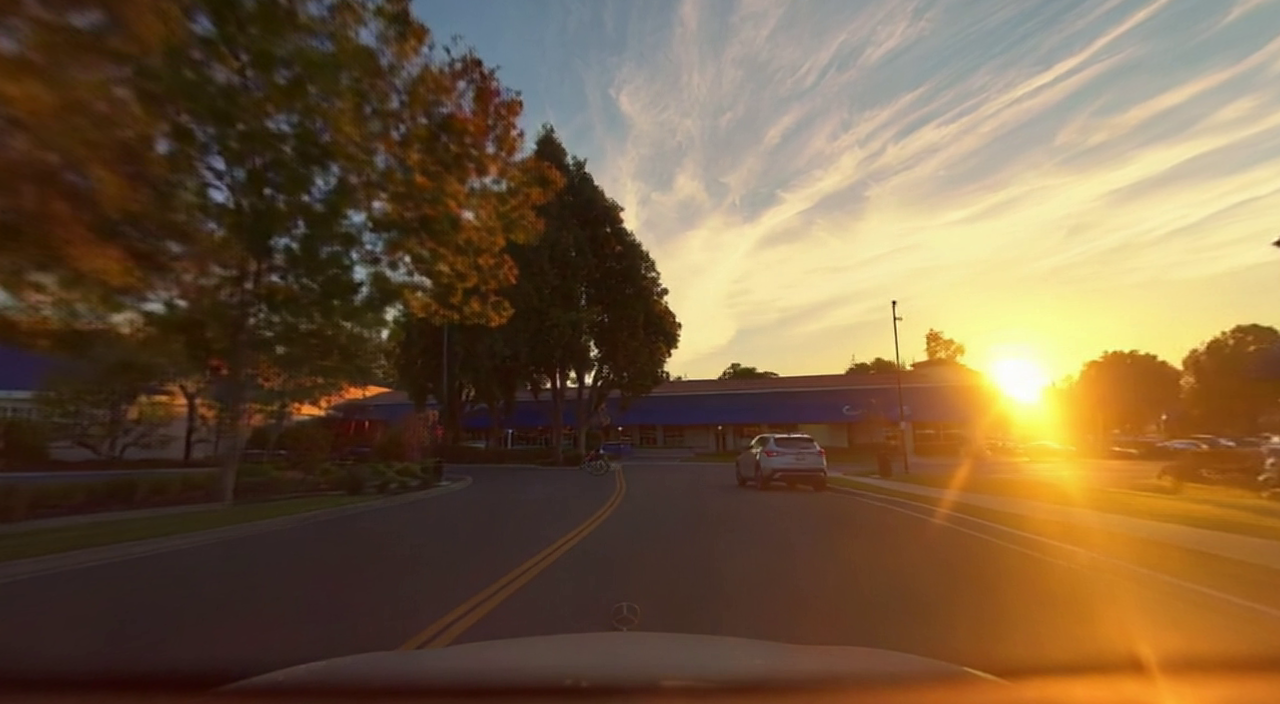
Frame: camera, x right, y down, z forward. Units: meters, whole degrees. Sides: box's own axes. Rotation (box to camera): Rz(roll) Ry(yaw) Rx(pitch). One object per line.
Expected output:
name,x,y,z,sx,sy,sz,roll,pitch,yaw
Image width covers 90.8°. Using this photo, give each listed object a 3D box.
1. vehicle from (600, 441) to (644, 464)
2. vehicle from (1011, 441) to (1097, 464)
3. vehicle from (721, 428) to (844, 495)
vehicle,-1.422,7.672,48.177,2.007,1.639,4.444,3,-9,-21
vehicle,29.925,7.277,45.803,1.815,1.574,4.800,7,-11,-40
vehicle,4.154,3.316,19.535,2.292,1.767,5.128,0,-8,-4
